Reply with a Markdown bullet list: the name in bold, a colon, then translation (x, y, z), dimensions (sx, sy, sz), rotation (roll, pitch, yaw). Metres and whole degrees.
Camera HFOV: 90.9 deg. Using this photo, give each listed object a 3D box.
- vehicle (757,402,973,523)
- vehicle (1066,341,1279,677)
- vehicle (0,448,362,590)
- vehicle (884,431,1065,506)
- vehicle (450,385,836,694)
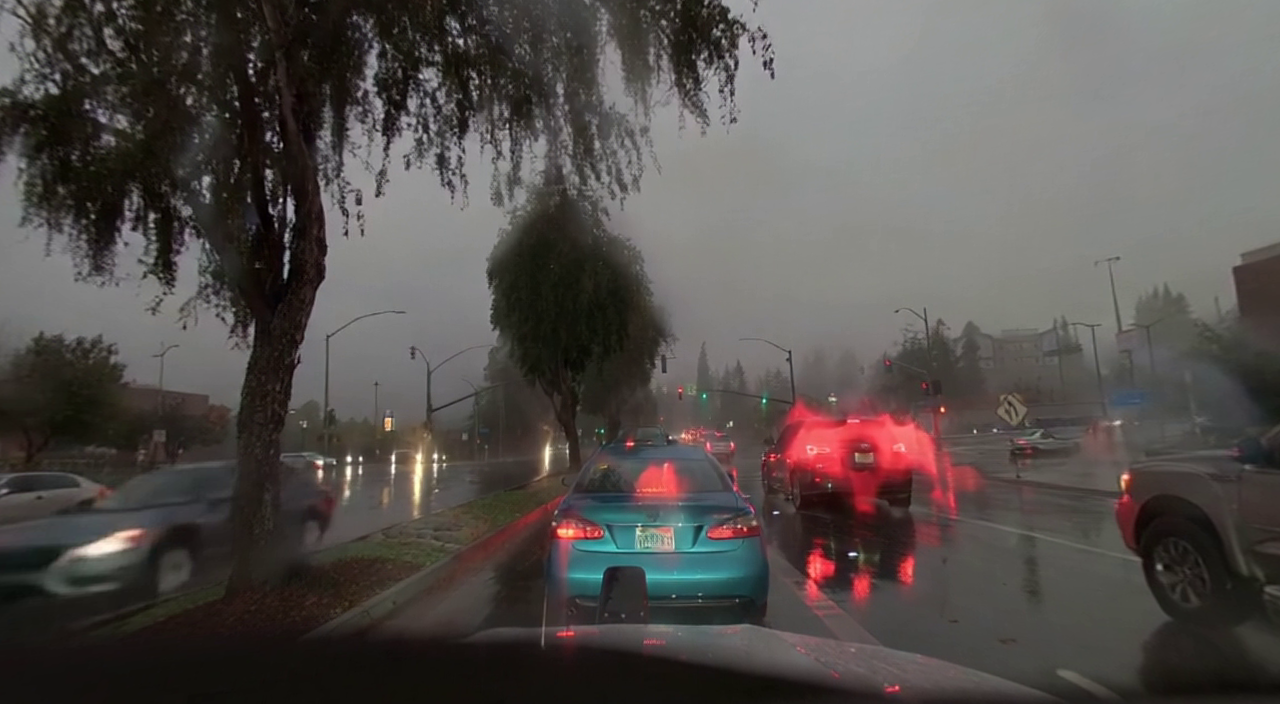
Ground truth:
- **vehicle**: translation (4.176, 2.202, 13.109), dimensions (2.319, 1.930, 5.651), rotation (0, -8, -1)
- **vehicle**: translation (4.458, 0.746, 2.738), dimensions (2.019, 1.803, 4.634), rotation (-1, -8, 1)
- **vehicle**: translation (-6.153, 2.175, 9.161), dimensions (2.157, 1.492, 4.411), rotation (-1, -8, 1)
- **vehicle**: translation (7.603, 2.678, 14.955), dimensions (1.856, 1.487, 4.454), rotation (0, -8, 0)
- **vehicle**: translation (-0.015, 1.315, 5.531), dimensions (2.116, 1.677, 3.948), rotation (0, -8, -1)
